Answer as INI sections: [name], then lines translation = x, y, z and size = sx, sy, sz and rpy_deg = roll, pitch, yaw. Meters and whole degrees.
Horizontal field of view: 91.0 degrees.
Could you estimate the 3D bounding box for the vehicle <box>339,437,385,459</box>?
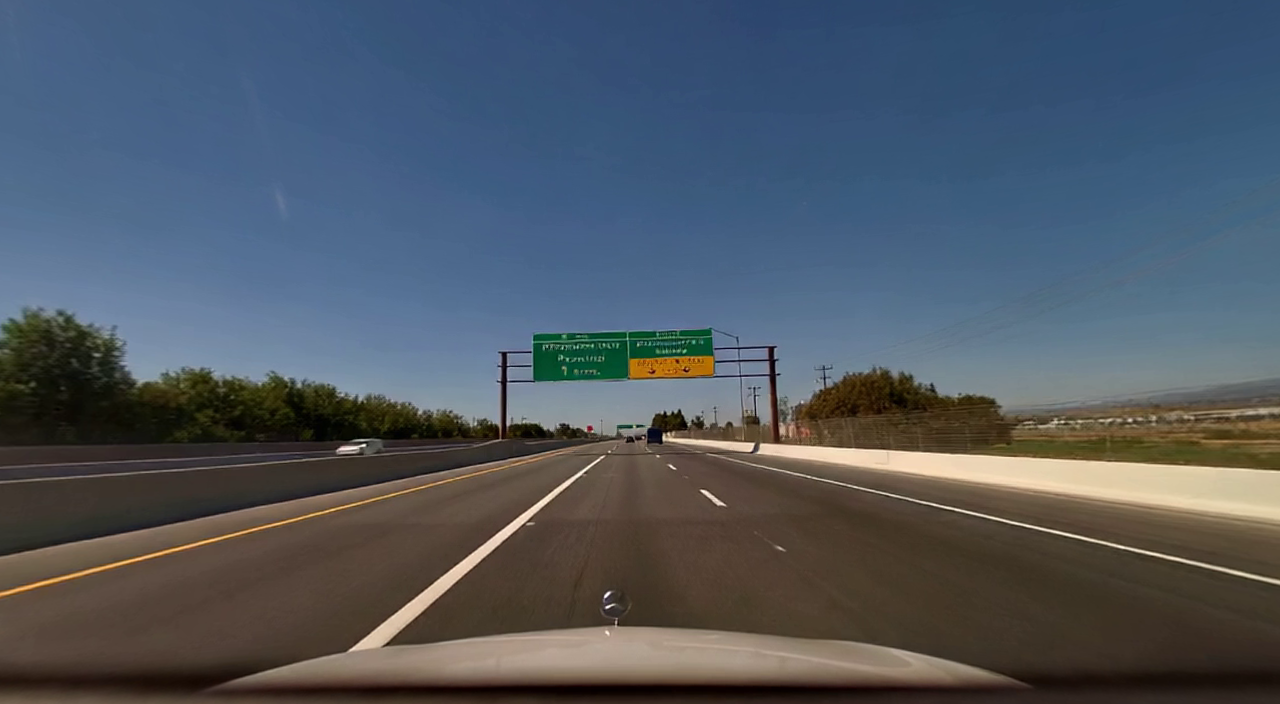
[vehicle]
translation = -20.156, 6.966, 45.771
size = 1.755, 1.460, 3.712
rpy_deg = 0, -8, -1
